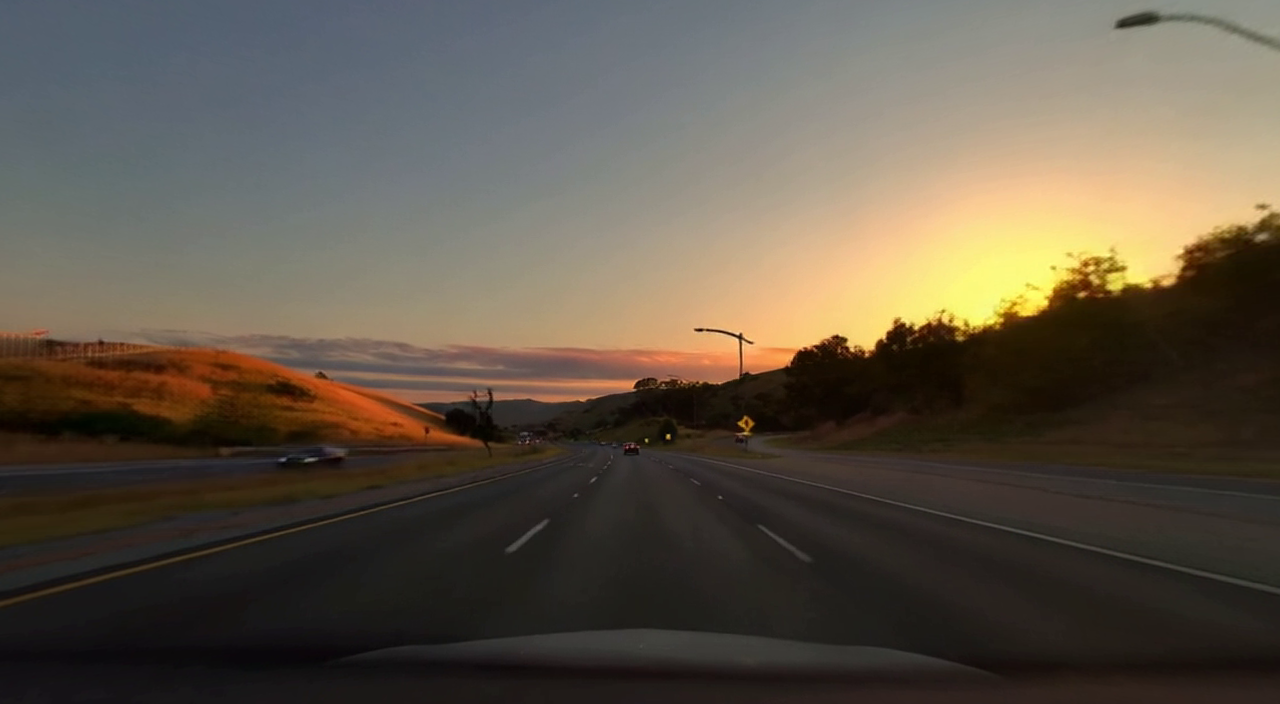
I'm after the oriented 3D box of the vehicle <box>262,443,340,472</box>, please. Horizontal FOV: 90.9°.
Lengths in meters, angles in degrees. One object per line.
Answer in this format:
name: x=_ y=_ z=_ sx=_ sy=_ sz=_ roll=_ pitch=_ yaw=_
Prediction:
vehicle: x=-19.120 y=5.952 z=35.836 sx=1.912 sy=1.533 sz=4.713 roll=0 pitch=-8 yaw=-2
